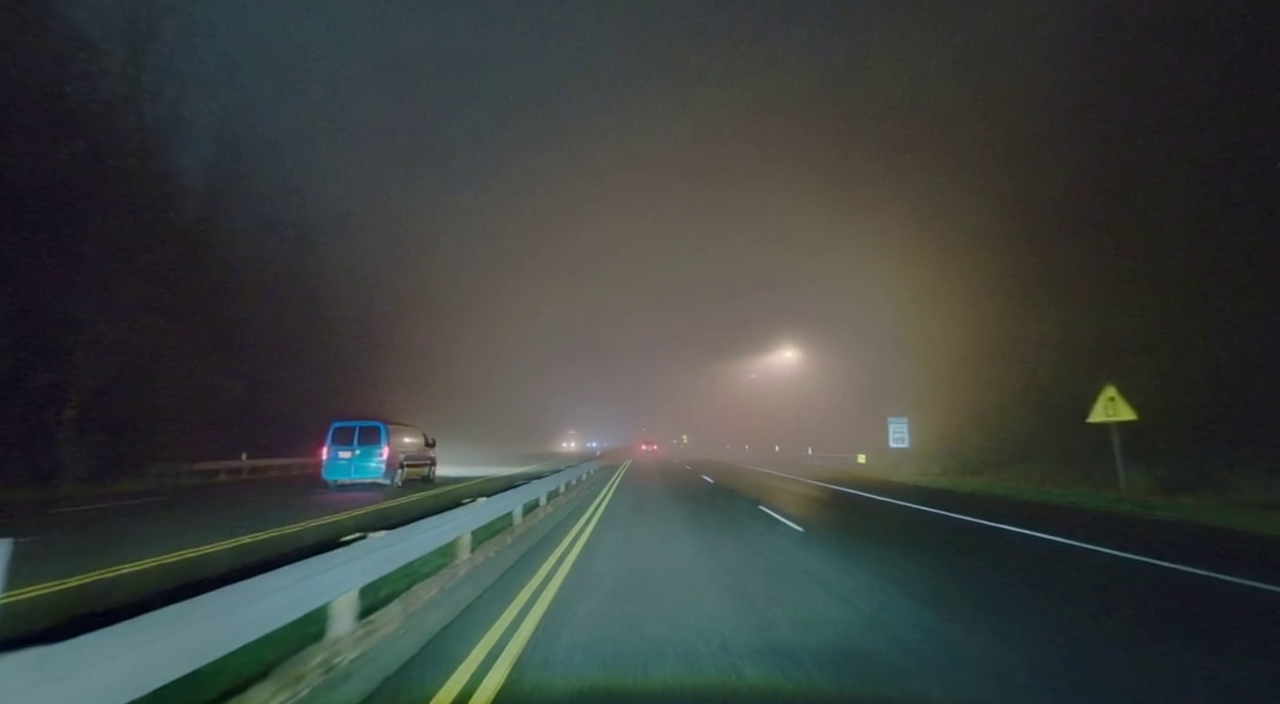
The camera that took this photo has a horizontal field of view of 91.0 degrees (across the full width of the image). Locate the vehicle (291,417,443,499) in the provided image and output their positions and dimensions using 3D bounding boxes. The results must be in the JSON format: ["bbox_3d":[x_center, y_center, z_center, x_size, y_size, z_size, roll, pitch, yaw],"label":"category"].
[{"bbox_3d":[-7.095,2.806,16.977,2.068,1.897,4.372,0,-8,1],"label":"vehicle"}]

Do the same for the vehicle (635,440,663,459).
[{"bbox_3d":[0.688,7.564,48.912,2.061,1.469,3.782,0,-8,1],"label":"vehicle"}]
